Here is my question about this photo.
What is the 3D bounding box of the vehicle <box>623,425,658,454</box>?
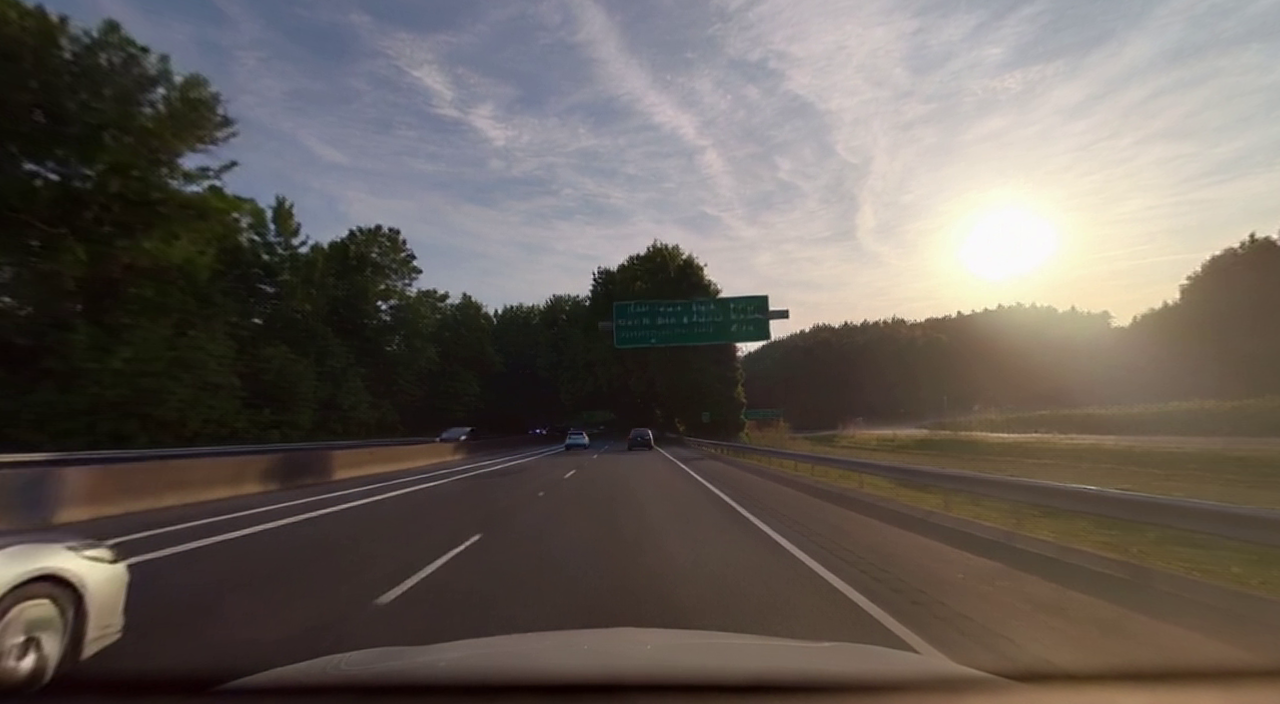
[{"bbox_3d":[0.019,5.746,41.349,2.170,1.790,4.490,0,-8,-1],"label":"vehicle"}]

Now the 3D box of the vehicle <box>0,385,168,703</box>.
[{"bbox_3d":[-3.789,0.748,1.699,1.958,1.486,3.988,0,-8,-1],"label":"vehicle"}]

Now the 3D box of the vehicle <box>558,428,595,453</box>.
[{"bbox_3d":[-4.291,6.021,43.041,2.055,1.610,4.116,0,-8,0],"label":"vehicle"}]
